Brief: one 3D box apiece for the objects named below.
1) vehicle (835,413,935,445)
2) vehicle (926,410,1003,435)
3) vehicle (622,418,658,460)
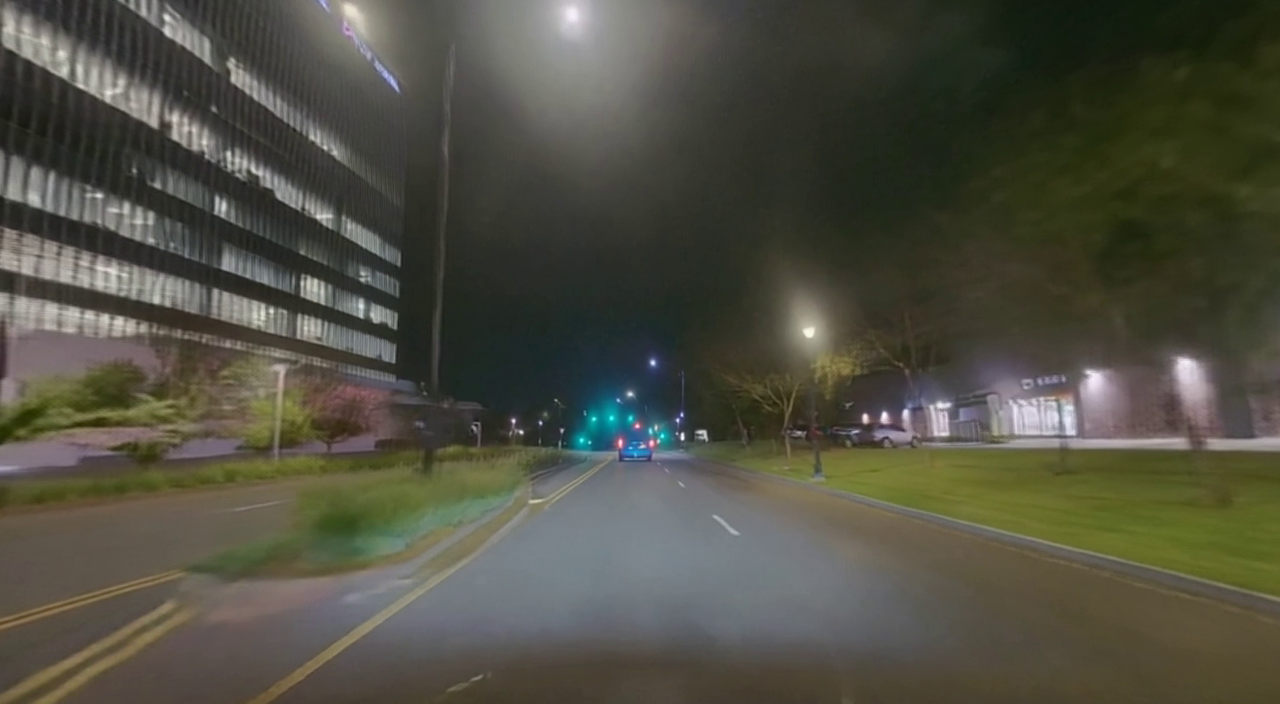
[{"bbox_3d":[12.331,3.914,31.849,4.184,1.578,1.976,1,-8,-4],"label":"vehicle"},{"bbox_3d":[22.414,4.912,43.660,4.287,1.575,1.931,1,-8,0],"label":"vehicle"},{"bbox_3d":[-0.053,6.162,44.664,2.435,2.816,5.232,0,-8,-1],"label":"vehicle"}]
